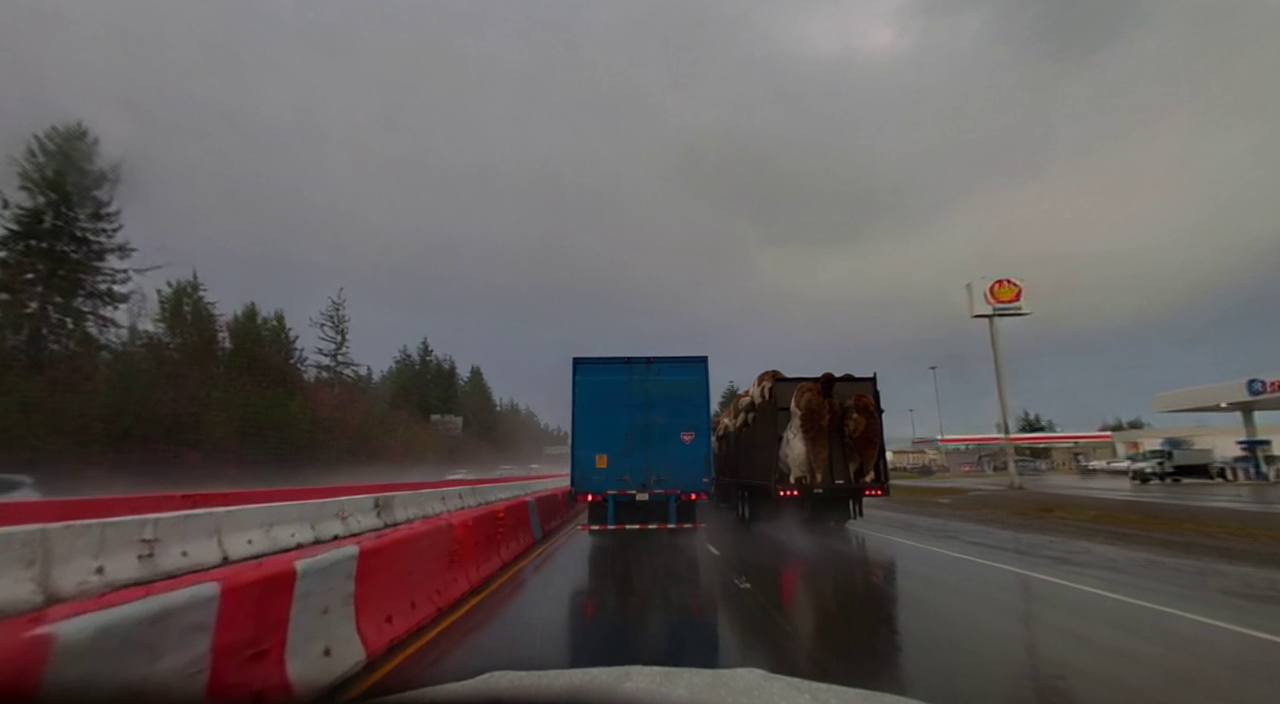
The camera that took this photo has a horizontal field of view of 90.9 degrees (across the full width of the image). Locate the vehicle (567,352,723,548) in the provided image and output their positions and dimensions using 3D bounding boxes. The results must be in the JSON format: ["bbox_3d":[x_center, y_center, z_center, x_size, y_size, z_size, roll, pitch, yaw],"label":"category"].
[{"bbox_3d":[0.043,2.429,15.111,2.618,3.306,8.676,1,-10,-1],"label":"vehicle"}]

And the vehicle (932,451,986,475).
[{"bbox_3d":[24.659,8.638,48.843,1.919,1.722,4.024,1,-10,-3],"label":"vehicle"}]

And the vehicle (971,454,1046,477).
[{"bbox_3d":[24.554,7.608,42.207,1.762,1.470,4.485,3,-11,-10],"label":"vehicle"}]

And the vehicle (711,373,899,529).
[{"bbox_3d":[4.426,3.182,19.676,2.936,3.640,9.443,1,-10,-2],"label":"vehicle"}]

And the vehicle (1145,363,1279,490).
[{"bbox_3d":[20.915,2.603,20.863,3.045,3.794,6.110,1,-11,0],"label":"vehicle"}]

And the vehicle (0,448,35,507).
[{"bbox_3d":[-49.547,9.579,48.927,2.845,4.081,14.460,11,-14,-44],"label":"vehicle"}]
